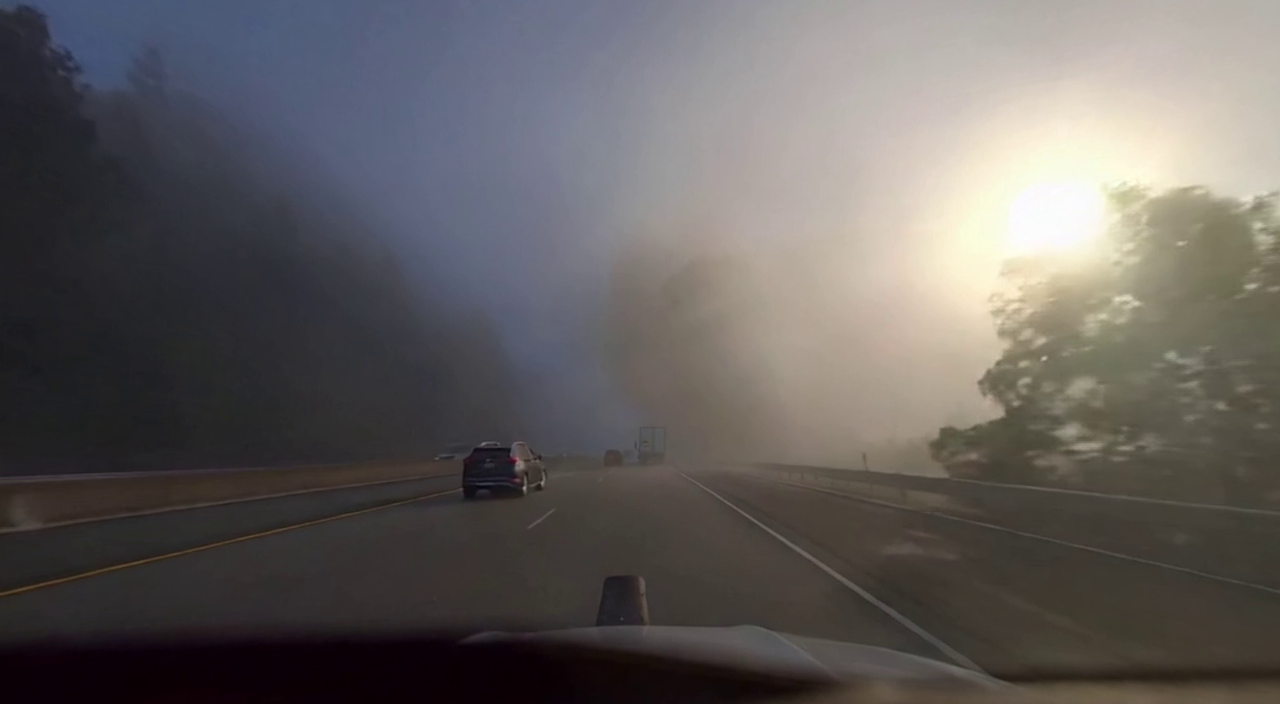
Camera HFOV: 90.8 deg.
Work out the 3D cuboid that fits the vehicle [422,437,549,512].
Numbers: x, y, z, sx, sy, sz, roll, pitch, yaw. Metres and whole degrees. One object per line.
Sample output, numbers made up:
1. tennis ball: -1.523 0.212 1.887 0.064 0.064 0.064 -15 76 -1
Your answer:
1. vehicle: -3.684 3.005 15.925 2.057 1.618 4.212 0 -9 1
